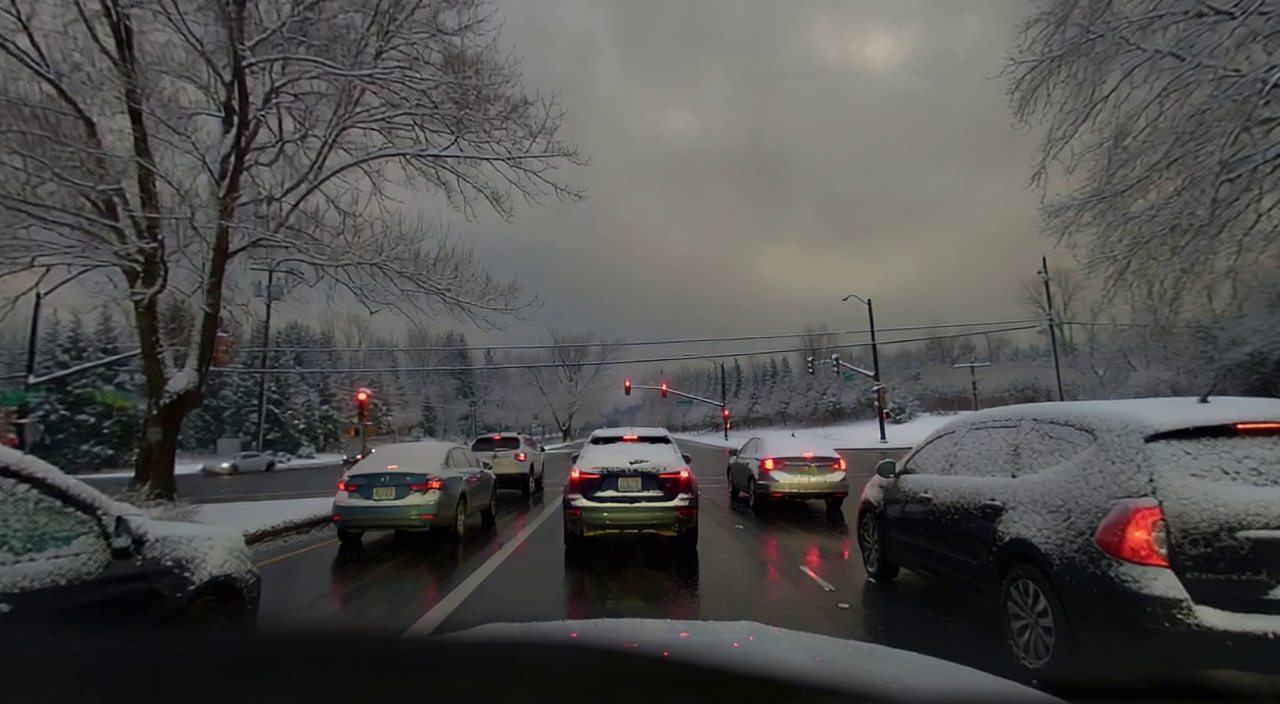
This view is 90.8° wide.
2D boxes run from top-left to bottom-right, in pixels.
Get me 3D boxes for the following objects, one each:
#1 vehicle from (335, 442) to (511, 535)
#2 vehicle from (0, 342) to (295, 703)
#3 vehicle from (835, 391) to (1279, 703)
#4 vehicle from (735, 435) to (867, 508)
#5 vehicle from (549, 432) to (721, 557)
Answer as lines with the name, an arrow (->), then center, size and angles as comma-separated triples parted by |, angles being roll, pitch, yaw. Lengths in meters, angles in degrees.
vehicle -> -3.926, 2.508, 12.331 | 1.919, 1.459, 4.371 | 0, -8, -1
vehicle -> -3.658, 0.842, 2.537 | 2.047, 1.764, 4.369 | 0, -8, 0
vehicle -> 3.392, 1.310, 5.427 | 1.933, 1.564, 4.600 | 0, -8, 0
vehicle -> 3.651, 2.782, 15.240 | 1.922, 1.472, 4.440 | 0, -8, -1
vehicle -> -0.069, 2.004, 9.601 | 2.061, 1.470, 3.970 | 0, -8, 0
